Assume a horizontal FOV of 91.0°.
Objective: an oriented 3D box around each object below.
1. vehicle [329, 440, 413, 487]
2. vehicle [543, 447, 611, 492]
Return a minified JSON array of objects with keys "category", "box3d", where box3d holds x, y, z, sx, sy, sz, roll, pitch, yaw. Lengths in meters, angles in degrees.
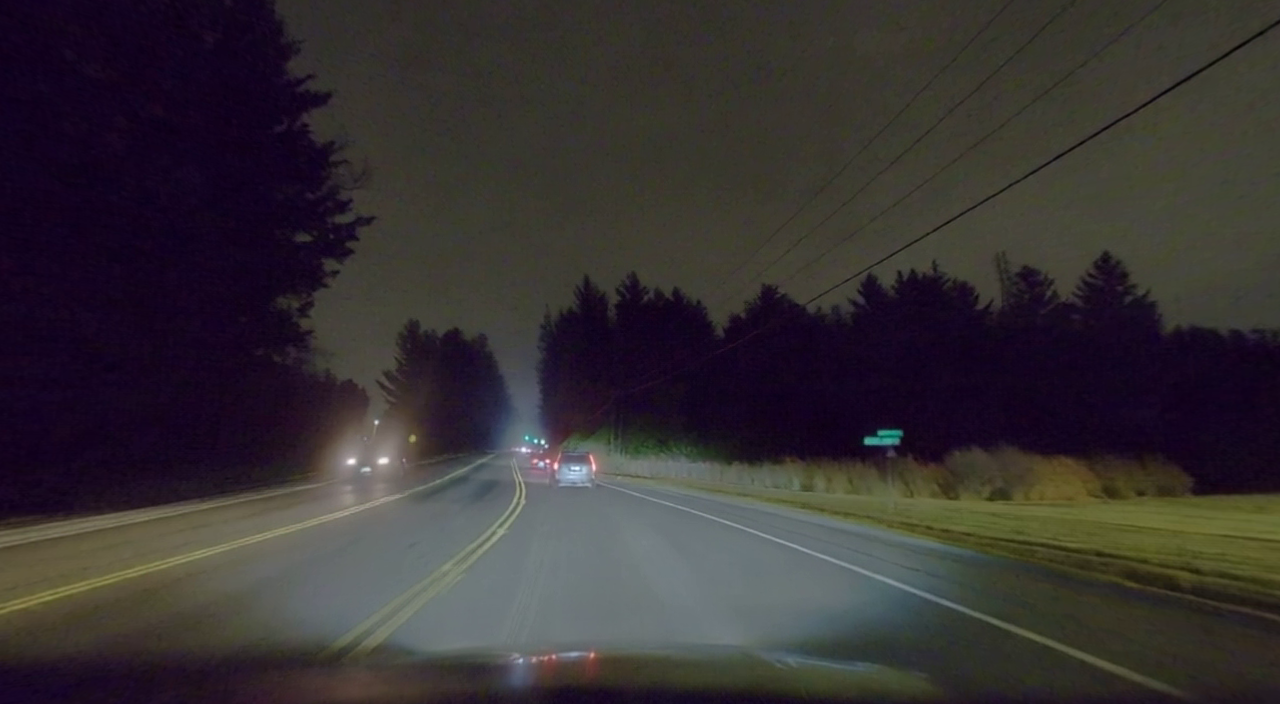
[{"category":"vehicle","box3d":[-10.129,4.199,24.041,1.894,1.621,3.900,1,-9,-8]},{"category":"vehicle","box3d":[-2.479,4.359,23.777,2.296,1.510,4.068,1,-9,-9]}]
